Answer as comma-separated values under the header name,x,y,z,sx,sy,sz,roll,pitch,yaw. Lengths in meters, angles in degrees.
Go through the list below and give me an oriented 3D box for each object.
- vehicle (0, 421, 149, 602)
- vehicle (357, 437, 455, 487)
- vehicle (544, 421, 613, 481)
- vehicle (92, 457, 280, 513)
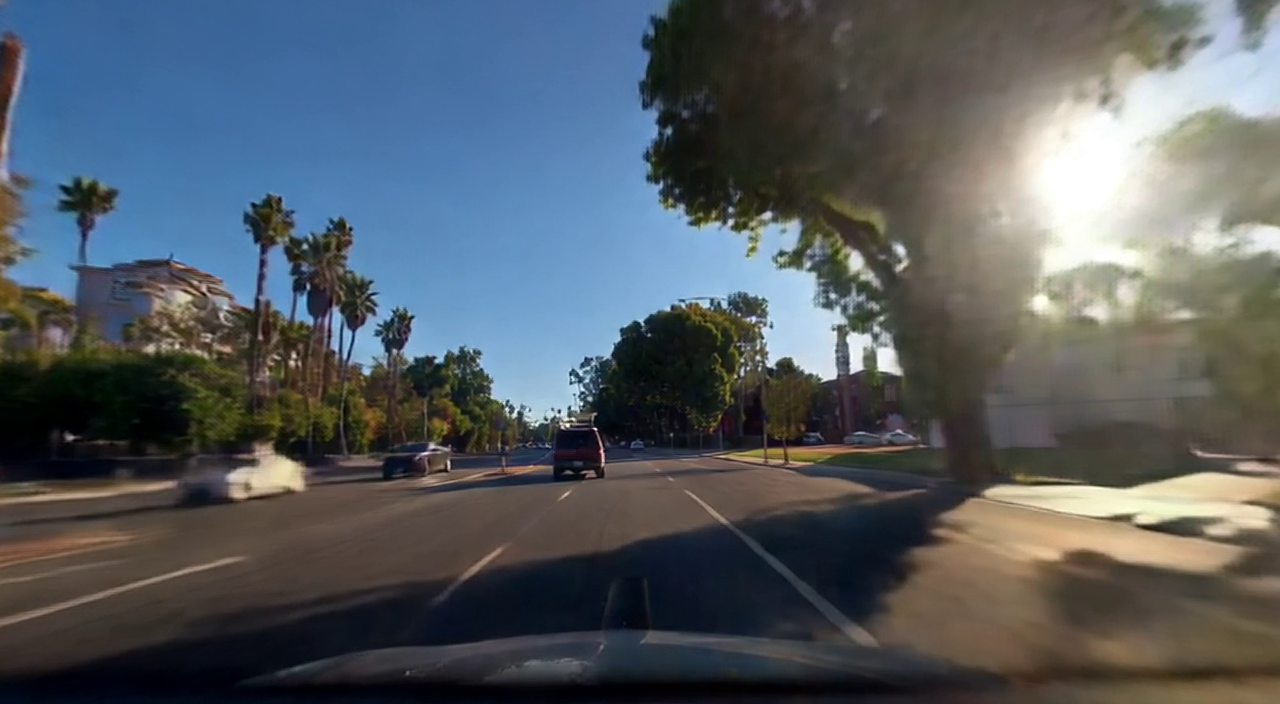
name,x,y,z,sx,sy,sz,roll,pitch,yaw
vehicle,-6.647,1.326,5.008,2.016,1.576,4.215,0,-9,0
vehicle,-8.824,4.170,24.146,2.114,1.698,4.415,0,-9,-1
vehicle,-2.502,4.080,26.106,2.507,2.161,6.049,1,-9,-5
vehicle,-12.229,3.587,17.364,1.975,1.248,4.394,0,-8,-1
